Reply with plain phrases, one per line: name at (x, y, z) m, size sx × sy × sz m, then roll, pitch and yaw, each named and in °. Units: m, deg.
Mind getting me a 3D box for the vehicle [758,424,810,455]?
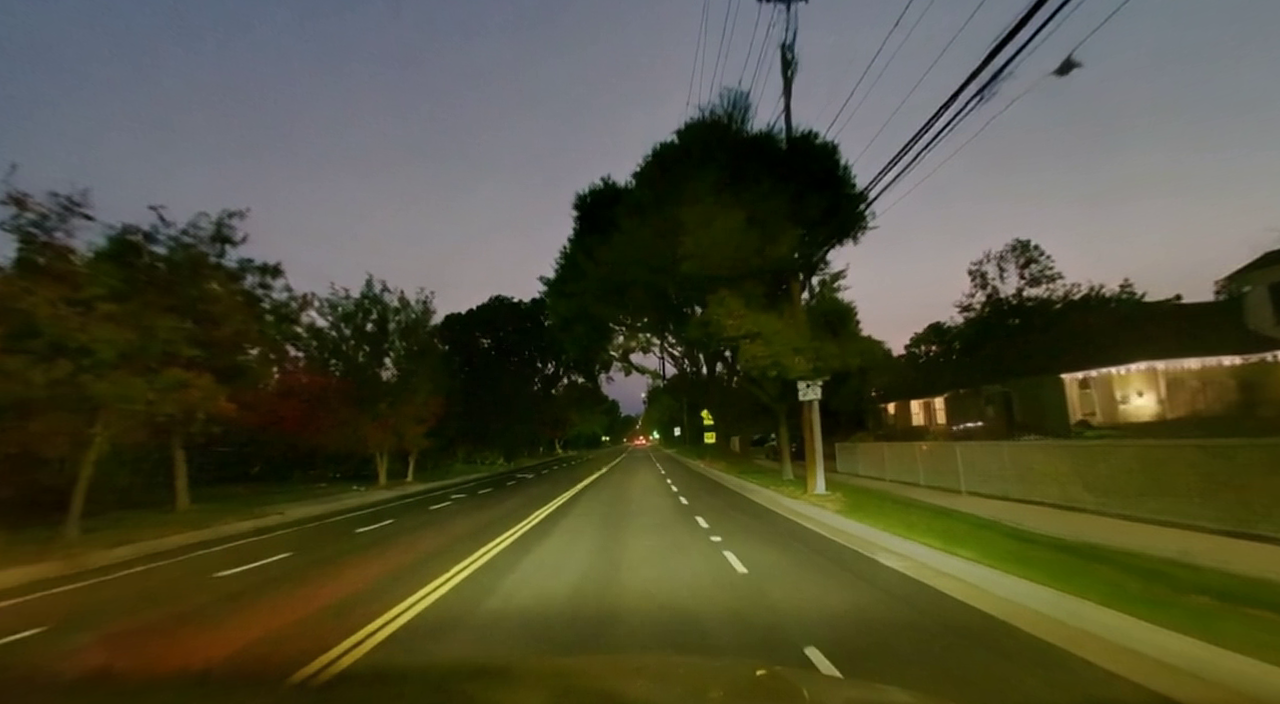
vehicle at (9.641, 5.926, 42.788) m, size 2.102 × 1.822 × 4.802 m, roll -4°, pitch -8°, yaw -3°
